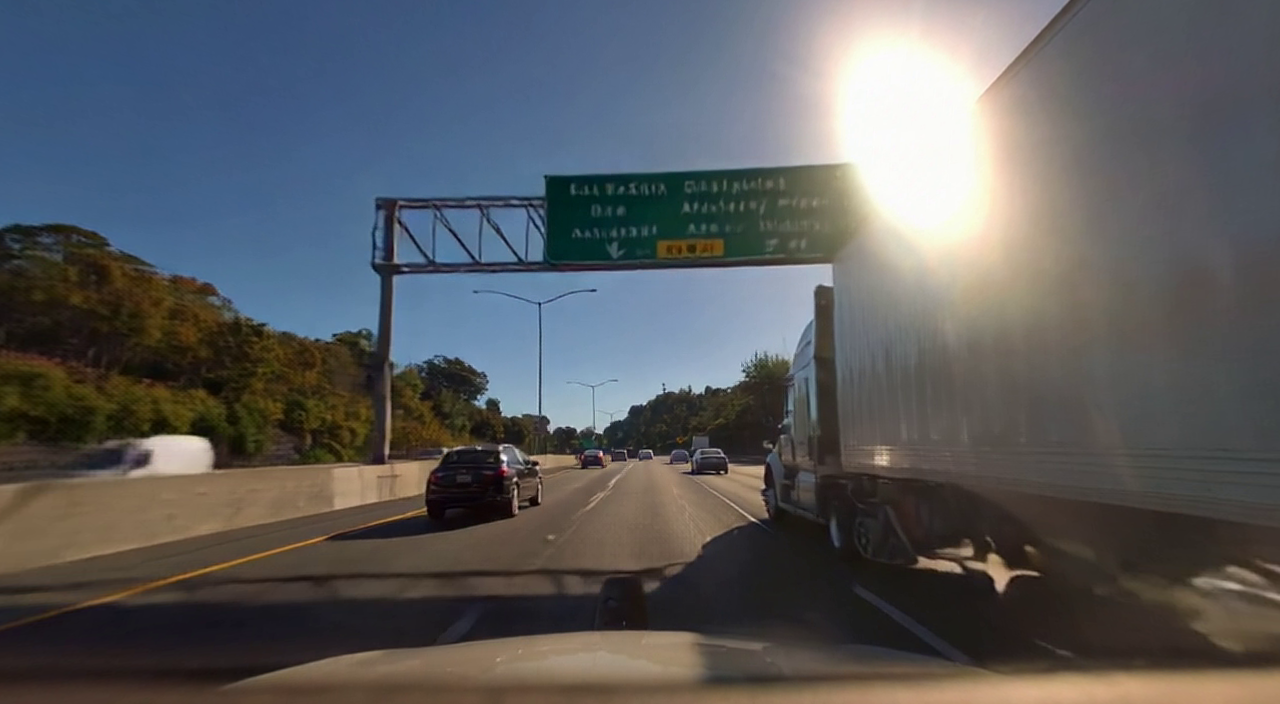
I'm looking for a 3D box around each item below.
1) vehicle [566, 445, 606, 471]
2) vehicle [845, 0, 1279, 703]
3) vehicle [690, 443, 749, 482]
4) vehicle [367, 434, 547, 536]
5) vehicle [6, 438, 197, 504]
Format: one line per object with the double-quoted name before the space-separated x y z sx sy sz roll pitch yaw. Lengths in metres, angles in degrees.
"vehicle" -3.405 6.760 40.465 2.099 1.494 4.504 -1 -8 1
"vehicle" 3.955 -0.280 2.015 2.985 3.895 11.239 -1 -8 1
"vehicle" 3.235 4.573 26.515 2.040 1.461 4.822 -1 -8 2
"vehicle" -3.267 2.471 12.515 1.974 1.589 5.047 -1 -8 1
"vehicle" -19.619 4.317 23.466 2.324 2.129 5.351 -1 -8 1
